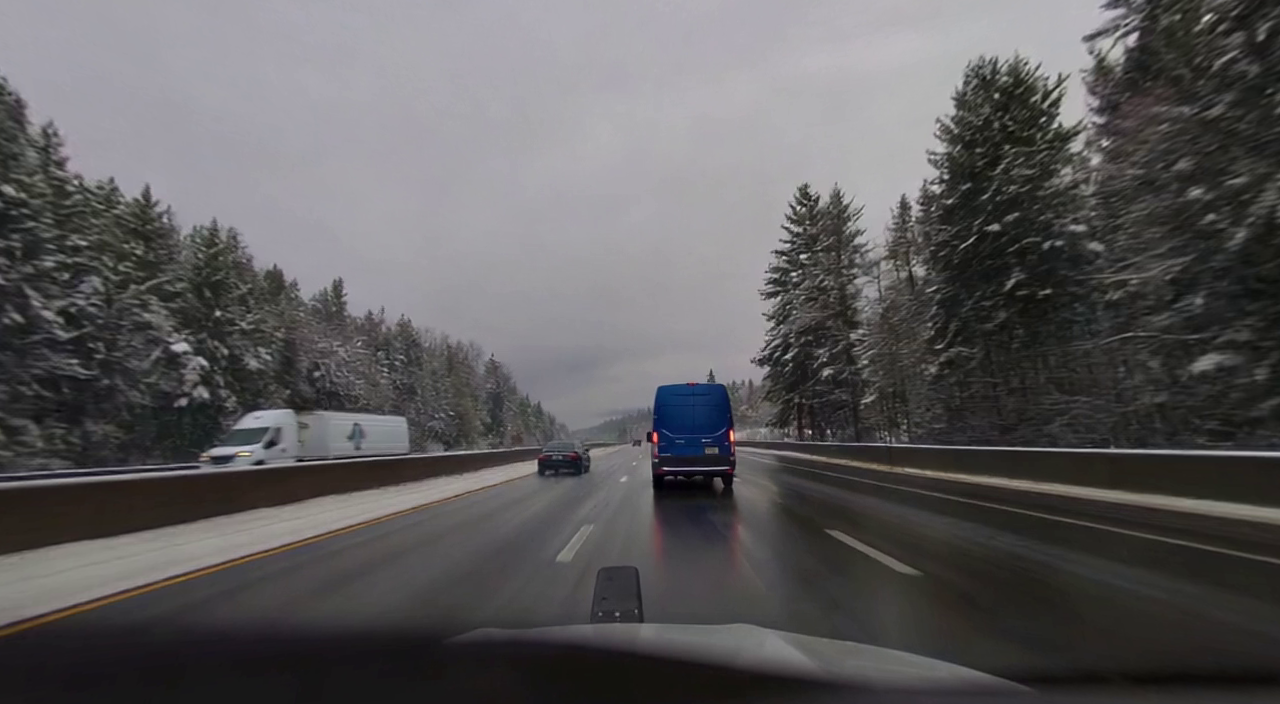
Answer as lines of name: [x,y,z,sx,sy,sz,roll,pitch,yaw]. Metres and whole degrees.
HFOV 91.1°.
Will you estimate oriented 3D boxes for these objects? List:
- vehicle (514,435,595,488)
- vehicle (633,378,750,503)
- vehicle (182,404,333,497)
vehicle: [-2.640,3.478,20.419,1.900,1.524,4.324,0,-8,1]
vehicle: [1.093,2.329,16.776,2.416,2.595,7.243,0,-8,0]
vehicle: [-18.722,4.854,31.504,3.042,4.116,6.904,0,-8,0]
